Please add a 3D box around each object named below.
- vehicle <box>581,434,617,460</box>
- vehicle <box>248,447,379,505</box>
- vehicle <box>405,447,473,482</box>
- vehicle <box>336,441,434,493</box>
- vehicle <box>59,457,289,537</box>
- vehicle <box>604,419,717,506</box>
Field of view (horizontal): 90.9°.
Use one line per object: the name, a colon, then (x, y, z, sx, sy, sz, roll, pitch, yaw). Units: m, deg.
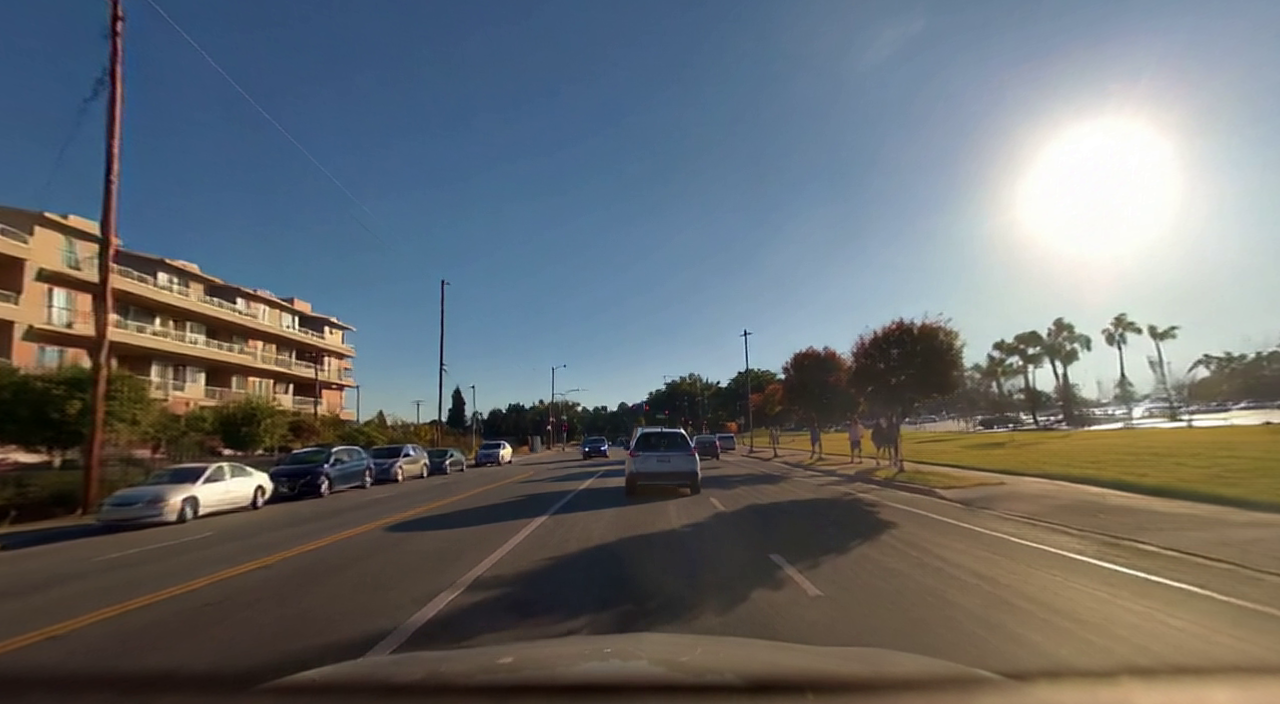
vehicle: (-2.805, 6.658, 44.115, 2.086, 1.702, 4.451, -1, -9, 2)
vehicle: (-10.348, 3.926, 20.418, 1.869, 1.647, 4.281, -1, -9, 1)
vehicle: (-10.012, 5.601, 31.793, 1.860, 1.487, 4.658, -1, -7, 0)
vehicle: (-10.188, 4.574, 25.633, 1.940, 1.816, 4.721, -1, -7, 1)
vehicle: (-10.560, 3.278, 14.880, 1.839, 1.474, 4.694, 0, -9, 0)
vehicle: (0.374, 2.383, 13.909, 2.132, 1.632, 3.838, 0, -9, -1)
